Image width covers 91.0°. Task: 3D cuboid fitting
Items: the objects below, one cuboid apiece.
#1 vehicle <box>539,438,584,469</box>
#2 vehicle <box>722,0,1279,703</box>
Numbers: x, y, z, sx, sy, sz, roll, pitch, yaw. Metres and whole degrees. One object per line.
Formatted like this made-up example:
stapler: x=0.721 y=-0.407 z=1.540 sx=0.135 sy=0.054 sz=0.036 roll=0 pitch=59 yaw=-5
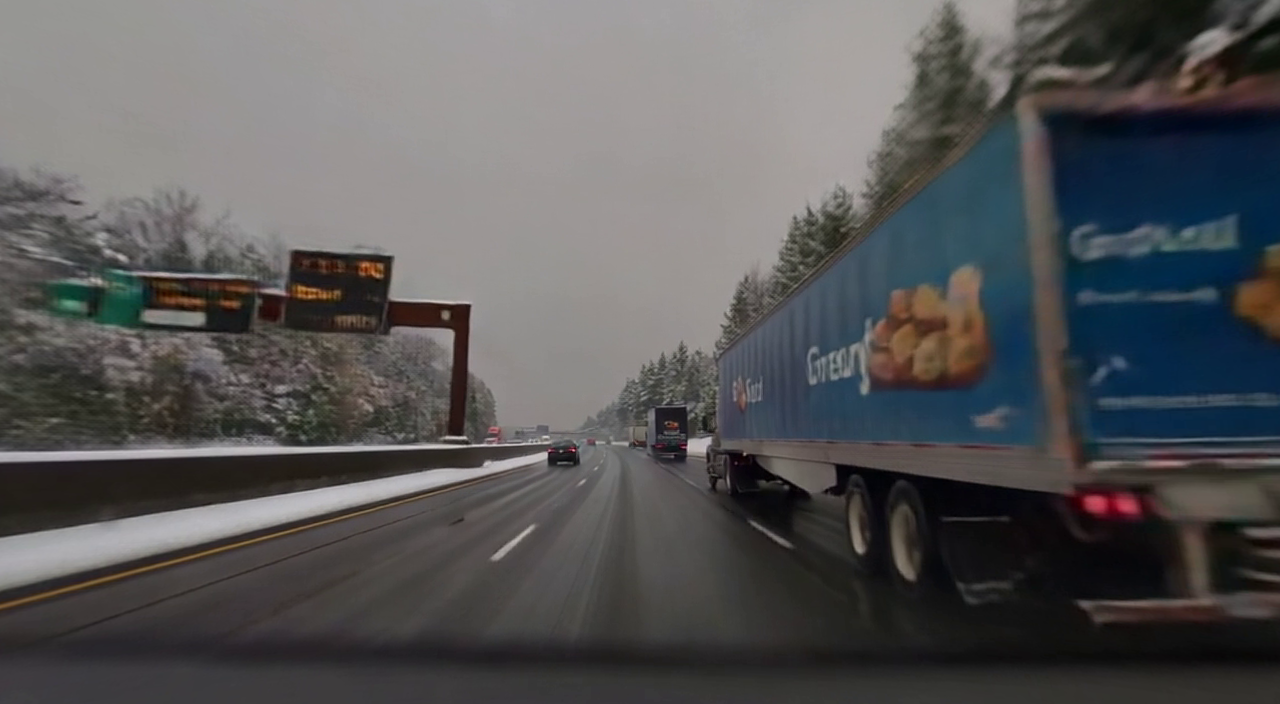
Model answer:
vehicle: x=-4.433 y=5.810 z=36.224 sx=2.206 sy=1.644 sz=4.027 roll=0 pitch=-8 yaw=-2
vehicle: x=3.735 y=0.600 z=9.002 sx=2.948 sy=4.045 sz=13.051 roll=0 pitch=-8 yaw=-2
